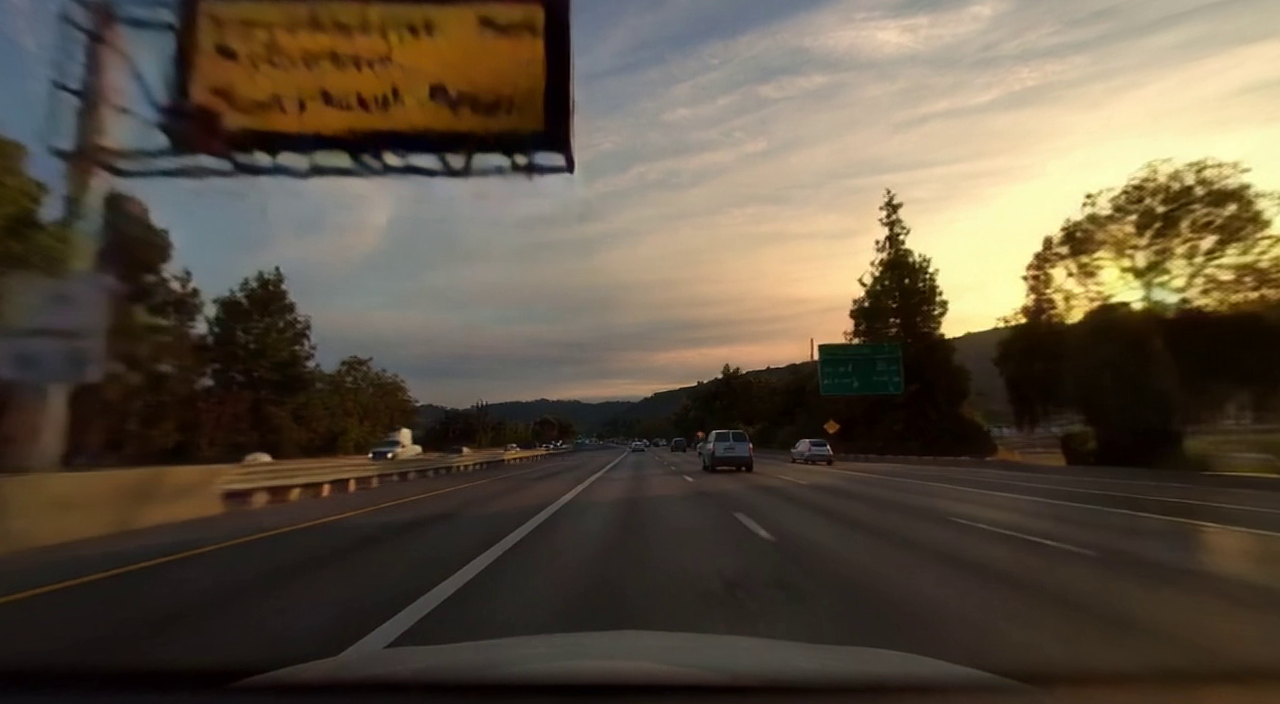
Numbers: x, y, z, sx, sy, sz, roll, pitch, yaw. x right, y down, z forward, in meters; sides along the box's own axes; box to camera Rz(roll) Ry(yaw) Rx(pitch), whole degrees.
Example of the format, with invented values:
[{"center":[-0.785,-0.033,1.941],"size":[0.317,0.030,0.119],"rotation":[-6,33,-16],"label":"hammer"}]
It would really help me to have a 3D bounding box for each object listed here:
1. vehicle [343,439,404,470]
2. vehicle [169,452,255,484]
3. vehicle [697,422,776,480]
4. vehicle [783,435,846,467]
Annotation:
[{"center":[-17.481,6.732,41.664],"size":[2.055,1.898,4.547],"rotation":[0,-8,0],"label":"vehicle"},{"center":[-21.300,5.764,31.578],"size":[1.697,1.415,3.642],"rotation":[0,-8,0],"label":"vehicle"},{"center":[3.606,3.853,24.751],"size":[2.218,1.964,5.662],"rotation":[0,-8,0],"label":"vehicle"},{"center":[9.603,5.493,35.180],"size":[2.045,1.658,4.598],"rotation":[0,-8,-2],"label":"vehicle"}]
